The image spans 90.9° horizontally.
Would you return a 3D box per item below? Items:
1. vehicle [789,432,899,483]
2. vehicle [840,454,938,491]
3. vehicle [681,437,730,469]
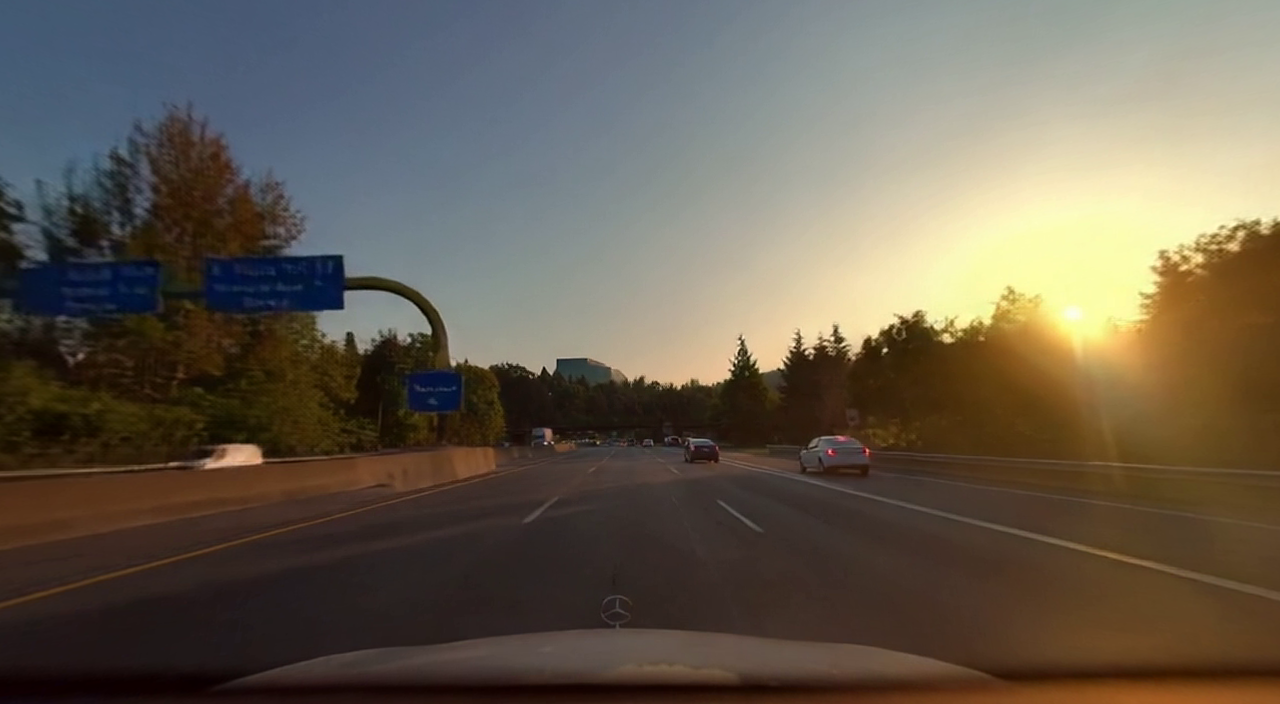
[{"bbox_3d":[6.792,3.528,21.640,2.003,1.522,4.940,0,-8,-1],"label":"vehicle"},{"bbox_3d":[6.900,3.357,17.746,1.535,0.862,2.814,0,-8,-2],"label":"vehicle"},{"bbox_3d":[3.123,4.882,30.769,1.819,1.468,3.770,0,-8,-2],"label":"vehicle"}]
